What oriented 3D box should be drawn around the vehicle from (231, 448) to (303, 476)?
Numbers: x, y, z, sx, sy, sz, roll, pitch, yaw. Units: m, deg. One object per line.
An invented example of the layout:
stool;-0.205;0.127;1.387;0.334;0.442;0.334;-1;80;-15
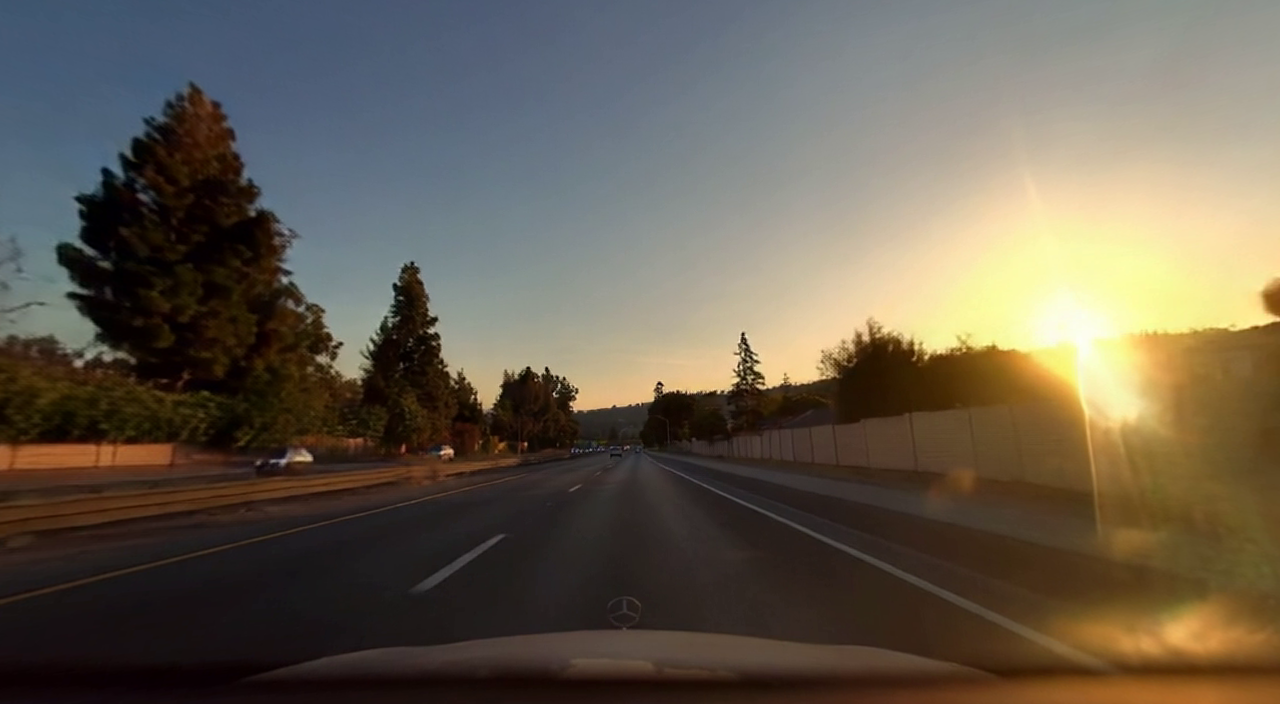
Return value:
vehicle;-24.846;7.308;42.108;1.963;1.698;4.520;0;-9;1
